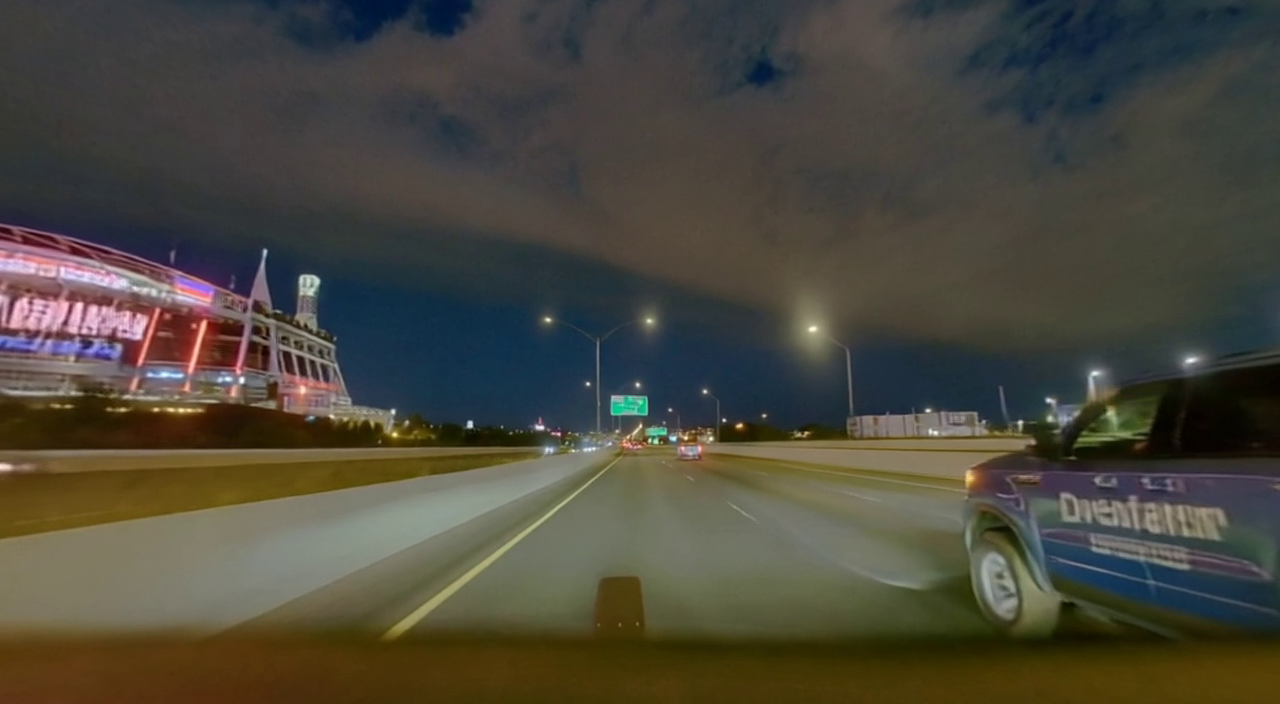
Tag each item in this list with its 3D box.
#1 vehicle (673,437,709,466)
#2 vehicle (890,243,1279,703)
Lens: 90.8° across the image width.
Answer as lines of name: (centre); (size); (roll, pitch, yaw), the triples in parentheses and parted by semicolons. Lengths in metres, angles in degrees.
vehicle: (3.323, 6.525, 41.529); (1.973, 1.774, 4.092); (0, -9, -1)
vehicle: (3.102, 0.735, 2.420); (2.199, 2.002, 4.970); (0, -9, 0)
